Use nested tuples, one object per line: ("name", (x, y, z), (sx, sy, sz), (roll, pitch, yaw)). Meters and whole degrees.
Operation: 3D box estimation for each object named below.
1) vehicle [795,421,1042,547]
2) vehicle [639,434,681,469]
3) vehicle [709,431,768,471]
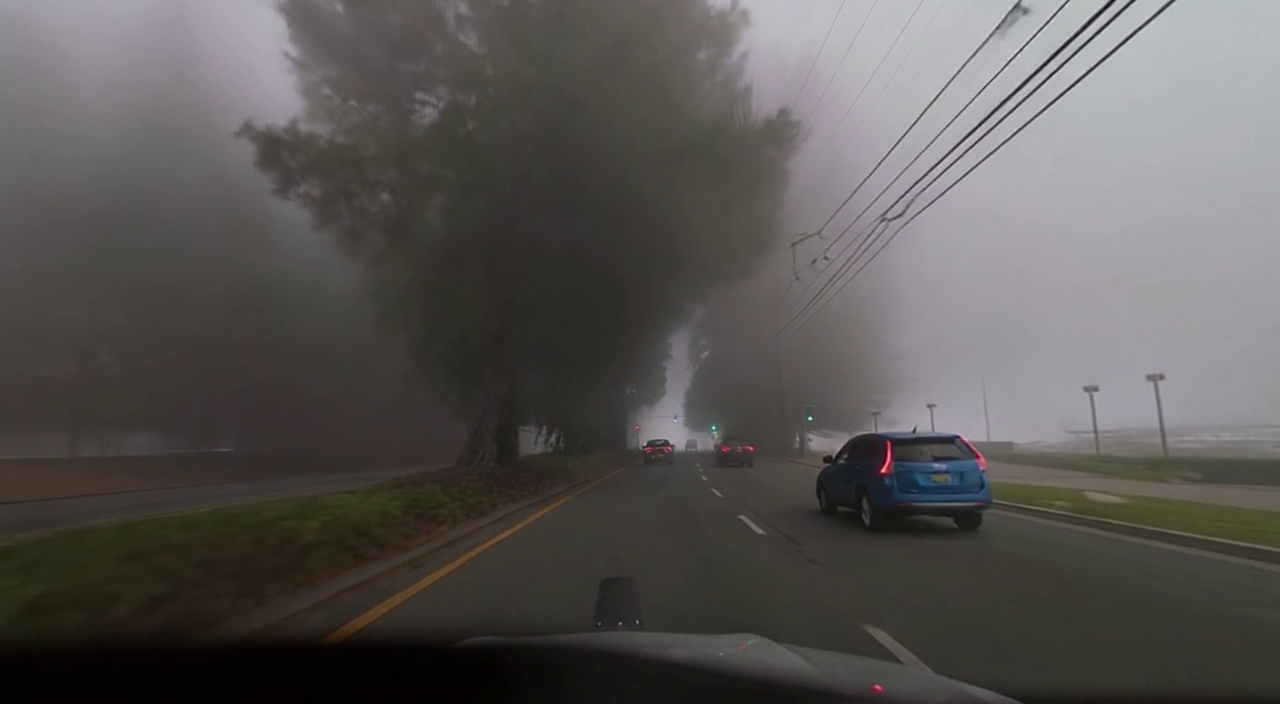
("vehicle", (3.931, 1.933, 9.890), (1.881, 1.512, 4.294), (0, -9, 0))
("vehicle", (1.106, 5.521, 35.125), (2.163, 1.746, 4.073), (-1, -9, 2))
("vehicle", (4.881, 5.001, 32.117), (2.254, 1.840, 4.918), (-1, -9, 1))
